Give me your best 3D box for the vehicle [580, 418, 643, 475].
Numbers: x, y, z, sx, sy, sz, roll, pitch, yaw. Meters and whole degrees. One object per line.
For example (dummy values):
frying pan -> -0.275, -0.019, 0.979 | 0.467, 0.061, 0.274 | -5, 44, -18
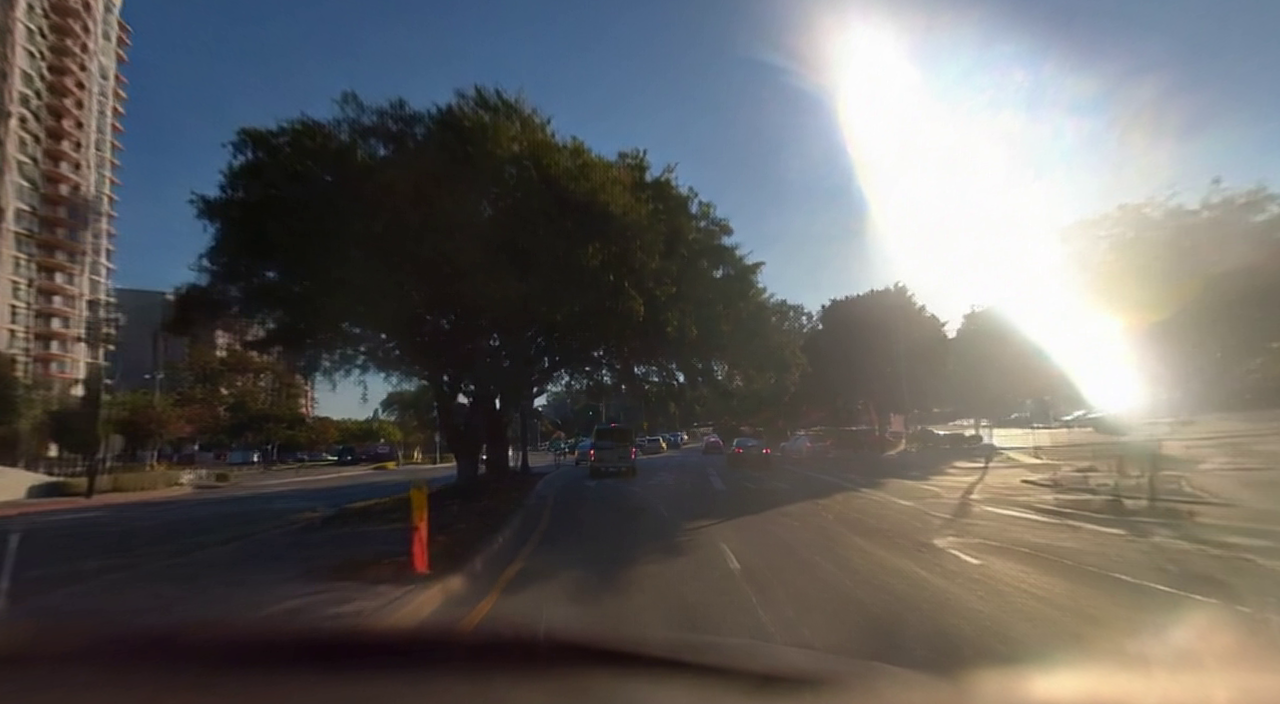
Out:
vehicle -> -1.175, 3.975, 26.571 | 2.396, 2.143, 4.824 | 0, -8, -2

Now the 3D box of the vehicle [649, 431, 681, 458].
vehicle -> 1.894, 6.793, 46.341 | 2.222, 1.841, 4.031 | -1, -8, 4

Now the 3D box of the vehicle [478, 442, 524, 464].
vehicle -> -10.022, 7.325, 45.824 | 1.965, 1.486, 4.494 | -1, -8, 4

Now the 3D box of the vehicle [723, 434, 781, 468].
vehicle -> 5.237, 4.710, 30.147 | 2.075, 1.486, 4.316 | 0, -8, 1
